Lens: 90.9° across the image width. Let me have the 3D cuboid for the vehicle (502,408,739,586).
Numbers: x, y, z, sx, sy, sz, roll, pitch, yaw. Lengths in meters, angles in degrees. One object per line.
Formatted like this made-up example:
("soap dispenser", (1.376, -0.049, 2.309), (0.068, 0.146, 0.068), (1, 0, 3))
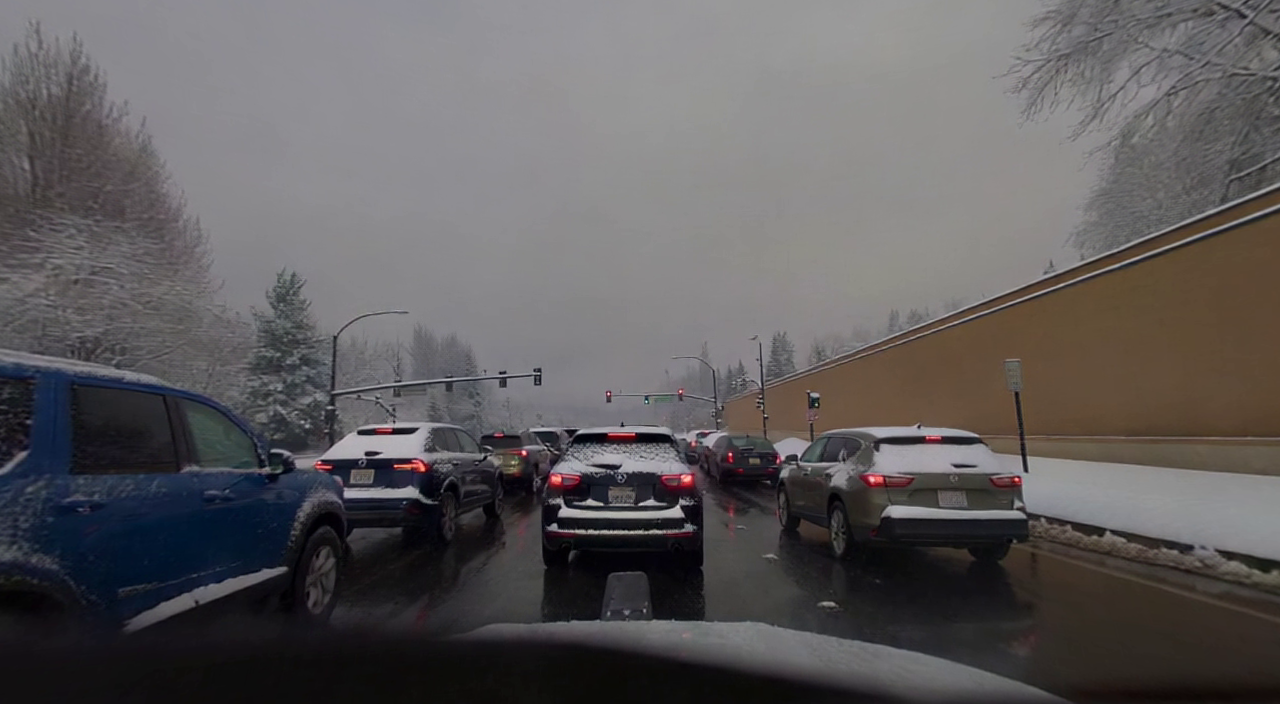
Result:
("vehicle", (-0.156, 1.663, 8.014), (2.245, 1.677, 3.913), (0, -8, 1))

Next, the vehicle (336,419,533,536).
("vehicle", (-3.508, 2.243, 11.907), (2.067, 1.759, 4.631), (0, -8, 1))

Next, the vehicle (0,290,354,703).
("vehicle", (-3.516, 0.828, 3.125), (2.070, 1.913, 4.450), (0, -8, 0))

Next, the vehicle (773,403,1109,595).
("vehicle", (3.142, 1.622, 7.830), (2.029, 1.702, 4.281), (0, -8, 0))
